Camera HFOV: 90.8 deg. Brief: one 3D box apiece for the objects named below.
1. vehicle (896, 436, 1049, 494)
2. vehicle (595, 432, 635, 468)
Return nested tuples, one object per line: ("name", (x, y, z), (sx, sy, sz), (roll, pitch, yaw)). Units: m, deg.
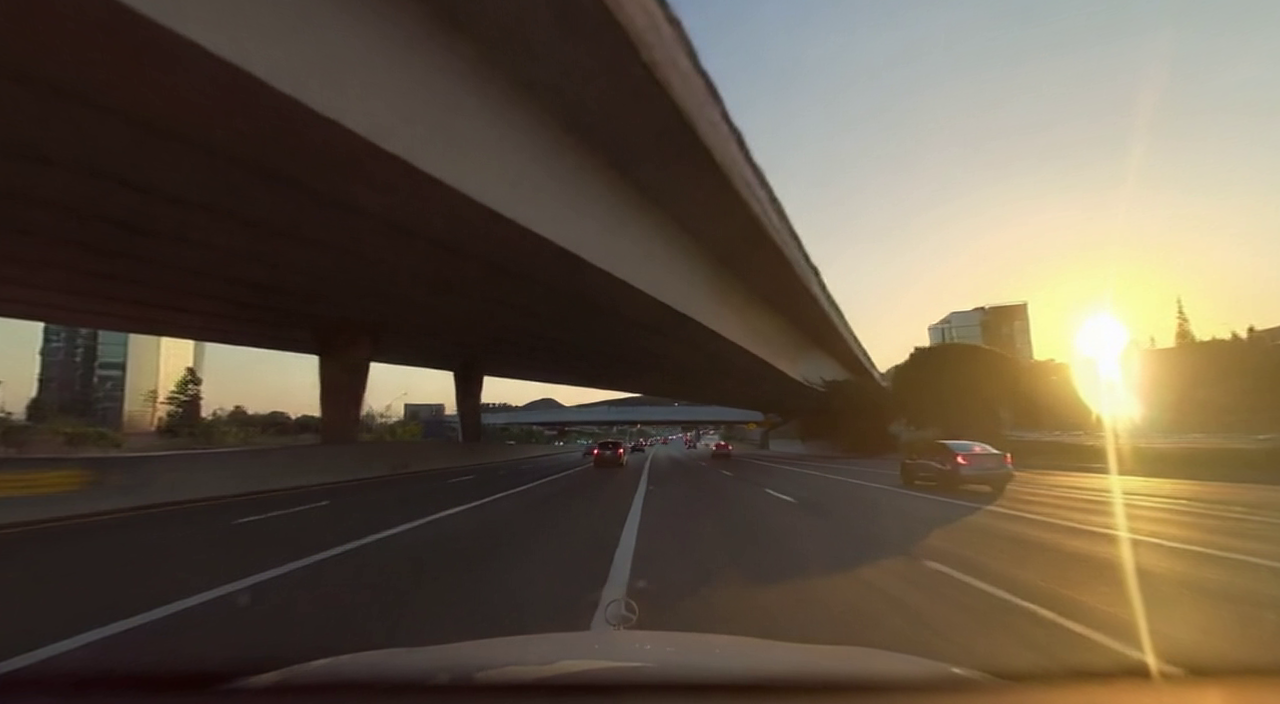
("vehicle", (9.166, 3.133, 17.934), (1.900, 1.432, 4.519), (0, -8, 1))
("vehicle", (-1.283, 5.334, 34.588), (1.893, 1.827, 4.513), (0, -8, 2))
